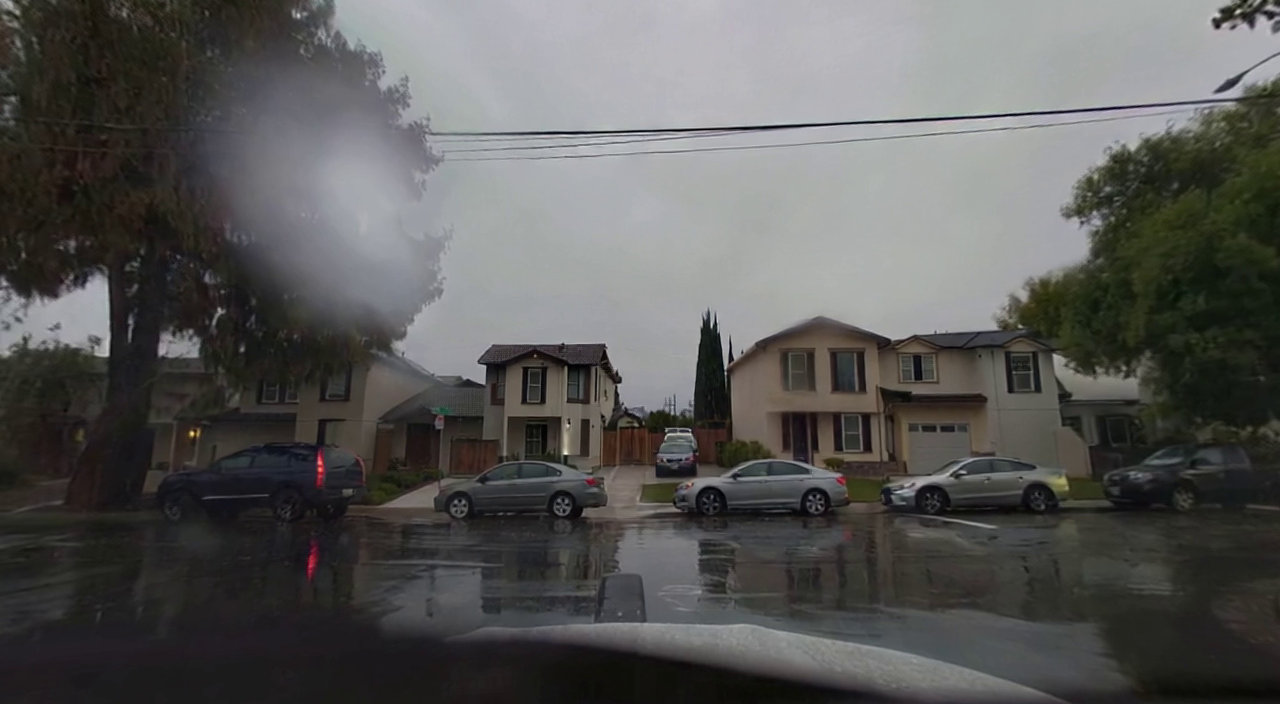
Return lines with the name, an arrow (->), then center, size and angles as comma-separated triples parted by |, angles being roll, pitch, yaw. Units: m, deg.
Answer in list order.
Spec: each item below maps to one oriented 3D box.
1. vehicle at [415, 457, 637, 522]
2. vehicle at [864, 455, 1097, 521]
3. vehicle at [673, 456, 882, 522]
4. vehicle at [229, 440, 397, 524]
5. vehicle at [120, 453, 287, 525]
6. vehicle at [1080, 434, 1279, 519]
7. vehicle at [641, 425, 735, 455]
vehicle -> -2.611, 3.309, 15.390 | 5.075, 1.436, 1.863 | 0, -9, 0
vehicle -> 8.321, 3.320, 15.647 | 4.785, 1.471, 1.798 | 0, -9, -4
vehicle -> 3.180, 3.277, 15.303 | 4.663, 1.452, 1.801 | 0, -9, 0
vehicle -> -8.640, 3.423, 17.252 | 2.046, 1.969, 4.585 | 0, -8, 1
vehicle -> -11.631, 3.627, 17.180 | 1.827, 1.648, 4.030 | 1, -9, -4
vehicle -> 14.492, 3.113, 16.160 | 4.513, 1.970, 2.512 | 0, -9, -4
vehicle -> 2.347, 4.424, 31.638 | 4.565, 1.479, 1.775 | 0, -9, -2
